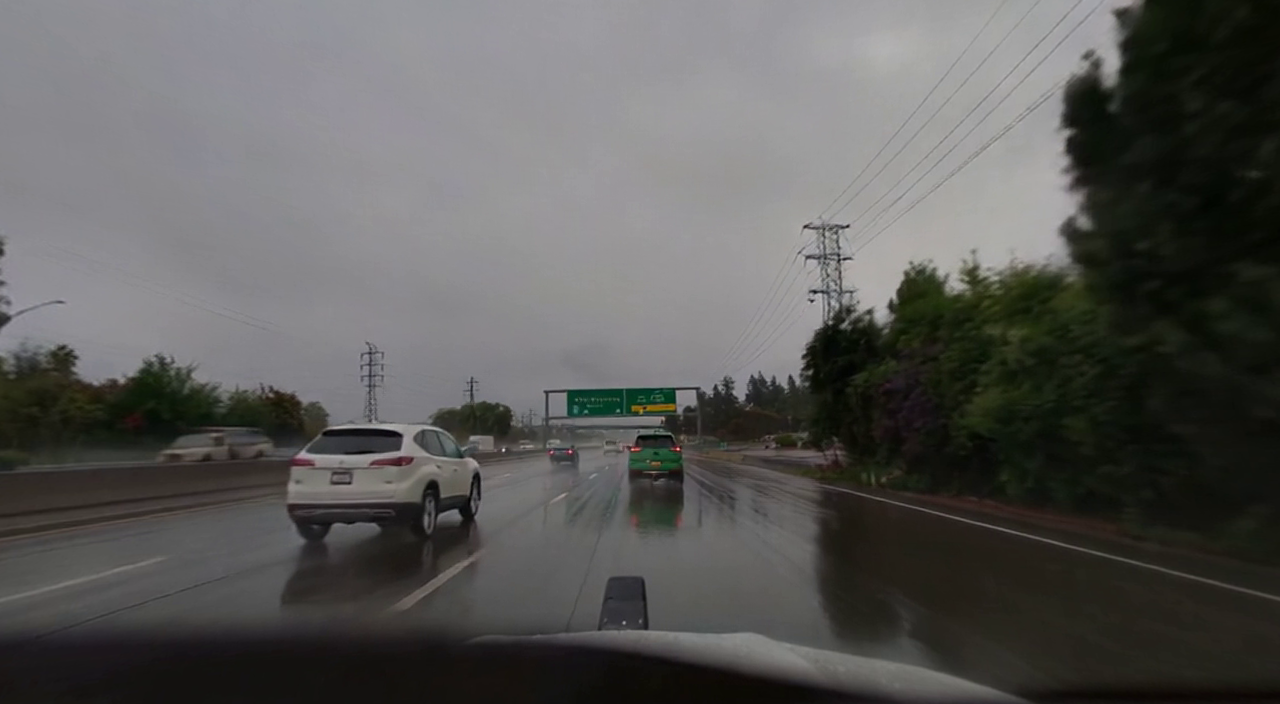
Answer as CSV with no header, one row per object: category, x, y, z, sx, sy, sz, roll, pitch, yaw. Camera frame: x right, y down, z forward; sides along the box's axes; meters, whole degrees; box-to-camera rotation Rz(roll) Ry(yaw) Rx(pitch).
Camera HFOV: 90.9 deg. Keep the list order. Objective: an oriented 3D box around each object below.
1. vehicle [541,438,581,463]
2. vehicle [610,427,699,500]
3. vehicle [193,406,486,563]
vehicle,-5.909,7.439,47.800,2.220,1.841,4.516,0,-8,2
vehicle,0.352,2.970,17.221,2.134,1.733,4.049,0,-8,0
vehicle,-3.941,1.814,9.375,2.125,1.764,4.393,0,-8,1
